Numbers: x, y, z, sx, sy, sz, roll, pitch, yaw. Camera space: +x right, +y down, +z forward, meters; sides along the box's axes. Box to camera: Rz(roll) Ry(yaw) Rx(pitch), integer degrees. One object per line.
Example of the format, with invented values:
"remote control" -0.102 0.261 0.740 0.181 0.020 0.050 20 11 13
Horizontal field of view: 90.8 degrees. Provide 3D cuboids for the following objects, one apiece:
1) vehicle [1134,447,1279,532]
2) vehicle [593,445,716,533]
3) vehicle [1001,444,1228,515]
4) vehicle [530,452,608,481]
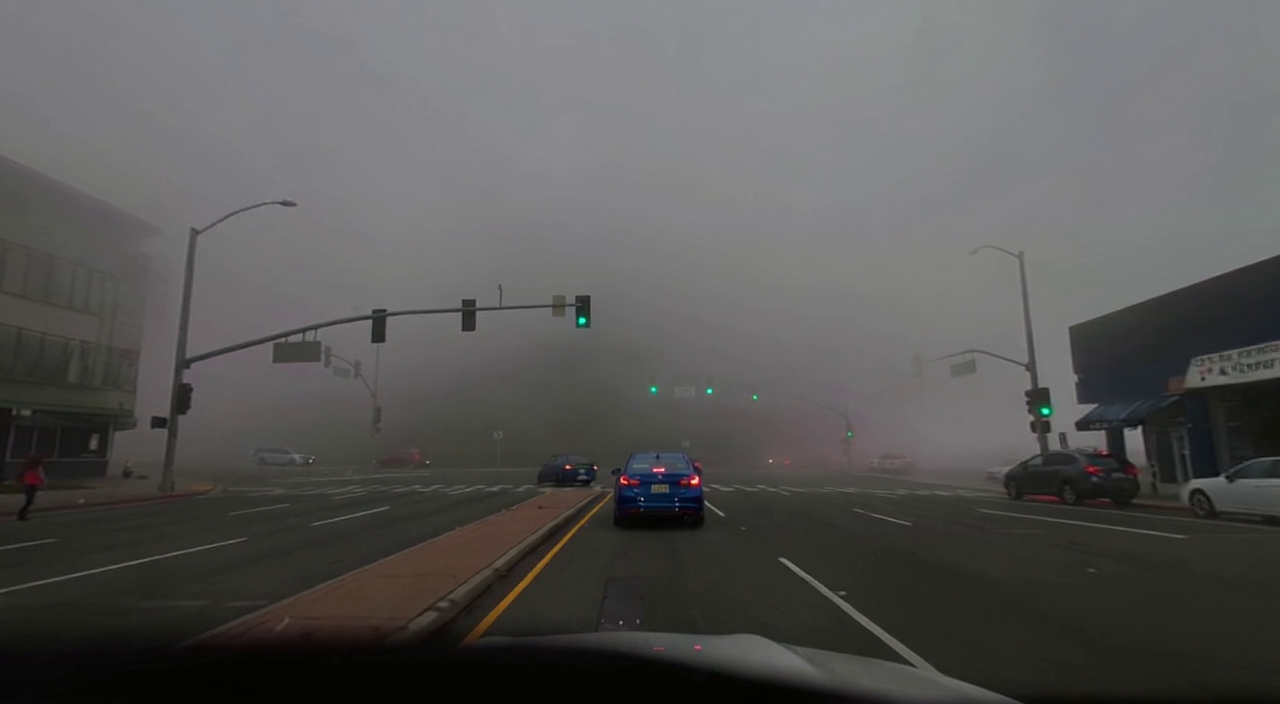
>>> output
"vehicle" 14.193 2.981 14.030 2.235 1.721 5.230 0 -9 1
"vehicle" 0.289 2.652 12.870 2.067 1.471 4.241 0 -9 1
"vehicle" 14.099 3.786 19.450 2.309 1.819 5.793 0 -9 -2
"vehicle" -3.808 6.014 33.483 1.841 1.434 4.531 8 -12 -40
